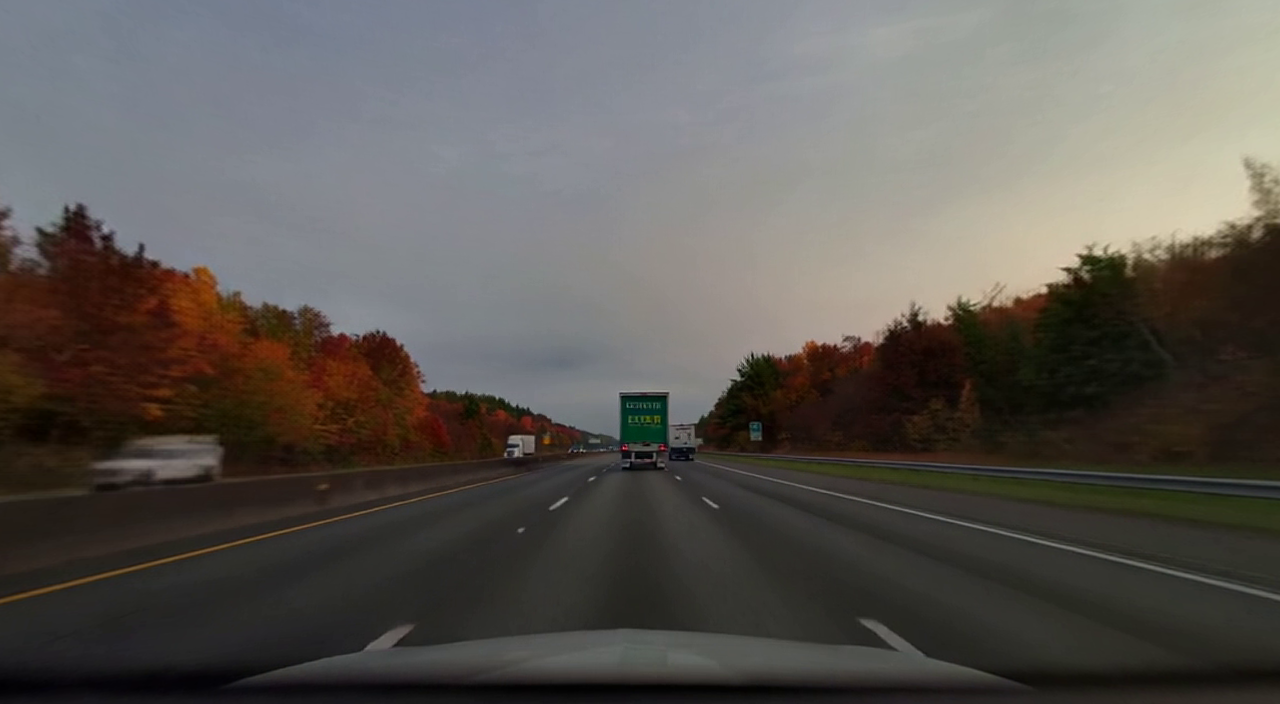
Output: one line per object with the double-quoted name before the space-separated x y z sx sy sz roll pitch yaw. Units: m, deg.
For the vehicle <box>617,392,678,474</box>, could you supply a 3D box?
"vehicle" 0.356 4.833 36.653 3.057 4.073 10.792 0 -9 0
